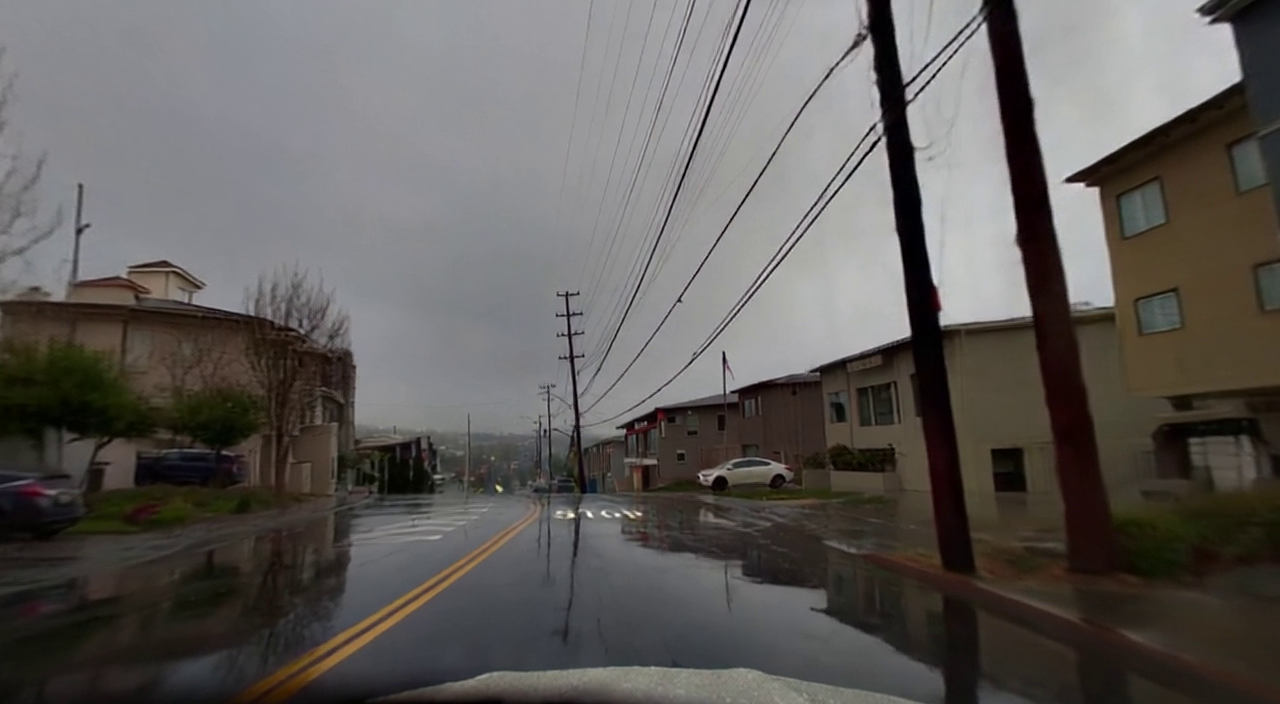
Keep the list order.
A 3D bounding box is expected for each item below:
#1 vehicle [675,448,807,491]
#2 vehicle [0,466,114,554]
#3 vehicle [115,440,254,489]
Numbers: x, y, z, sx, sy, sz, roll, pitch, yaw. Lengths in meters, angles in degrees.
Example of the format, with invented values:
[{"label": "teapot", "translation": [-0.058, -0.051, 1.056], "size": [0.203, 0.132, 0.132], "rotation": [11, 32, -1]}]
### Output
[{"label": "vehicle", "translation": [4.656, 5.458, 29.422], "size": [5.578, 1.842, 2.300], "rotation": [3, -10, -12]}, {"label": "vehicle", "translation": [-13.400, 3.069, 12.524], "size": [4.146, 1.535, 1.862], "rotation": [0, -9, -3]}, {"label": "vehicle", "translation": [-21.144, 5.331, 29.697], "size": [4.942, 1.912, 2.121], "rotation": [6, -19, -29]}]
